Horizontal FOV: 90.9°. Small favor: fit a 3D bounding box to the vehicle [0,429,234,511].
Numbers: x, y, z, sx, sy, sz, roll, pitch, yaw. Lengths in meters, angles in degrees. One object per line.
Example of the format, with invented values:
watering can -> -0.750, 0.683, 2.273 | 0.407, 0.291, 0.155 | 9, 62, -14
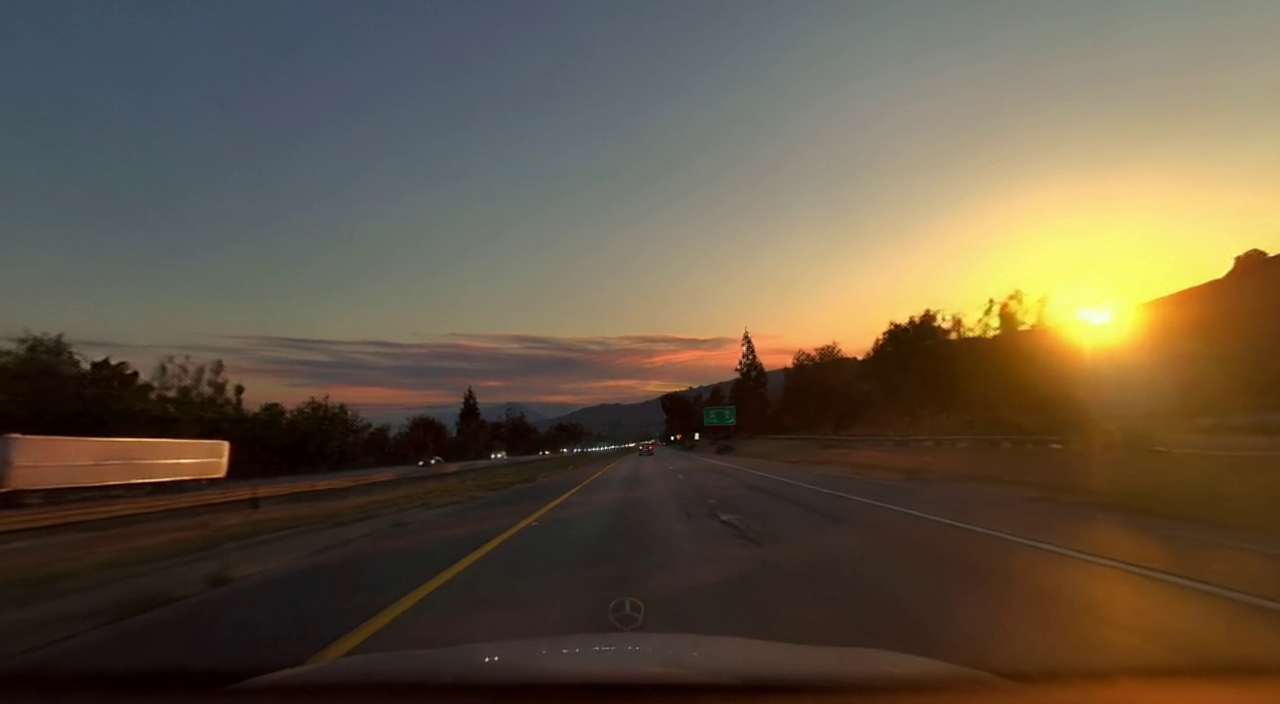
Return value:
vehicle -> -33.087, 7.244, 40.605 | 2.894, 4.165, 16.340 | 0, -8, 0
